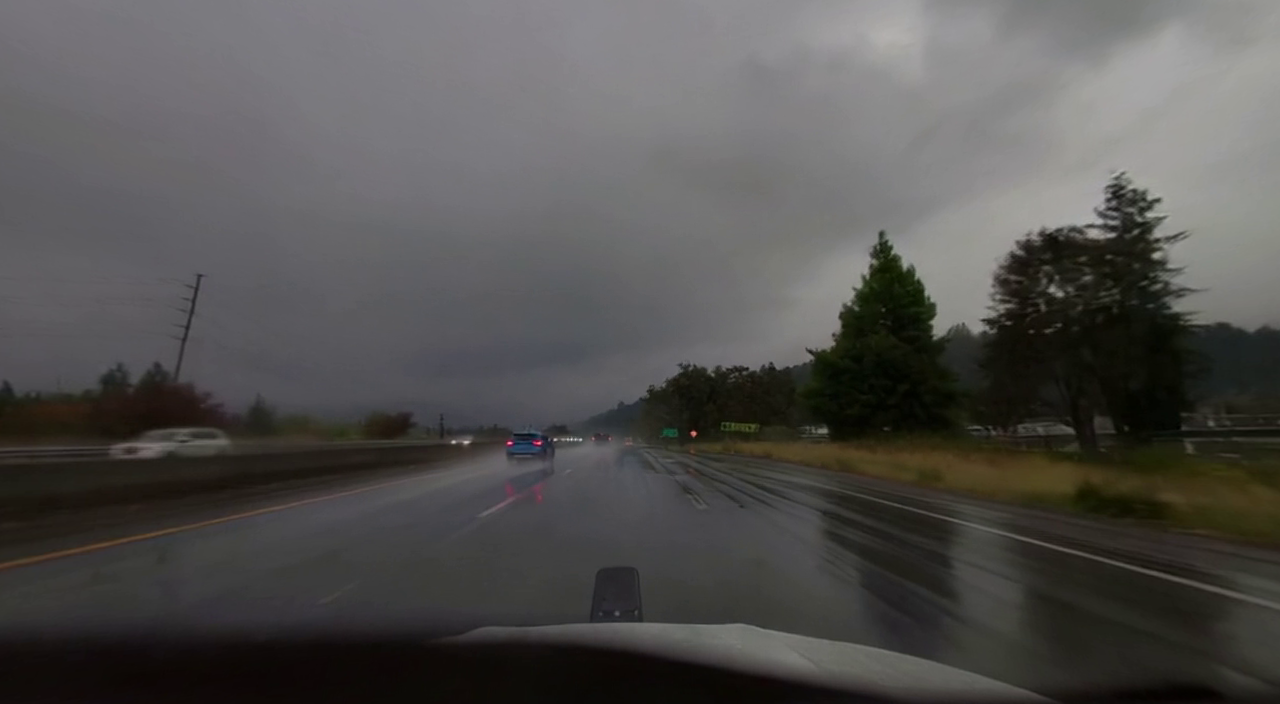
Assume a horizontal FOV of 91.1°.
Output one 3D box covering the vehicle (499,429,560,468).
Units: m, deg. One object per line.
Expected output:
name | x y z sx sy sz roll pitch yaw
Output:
vehicle | -4.980 4.434 29.083 2.070 1.647 4.577 0 -8 -1

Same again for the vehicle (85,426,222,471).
vehicle | -17.267 3.427 22.582 1.840 1.483 3.848 0 -8 -1
